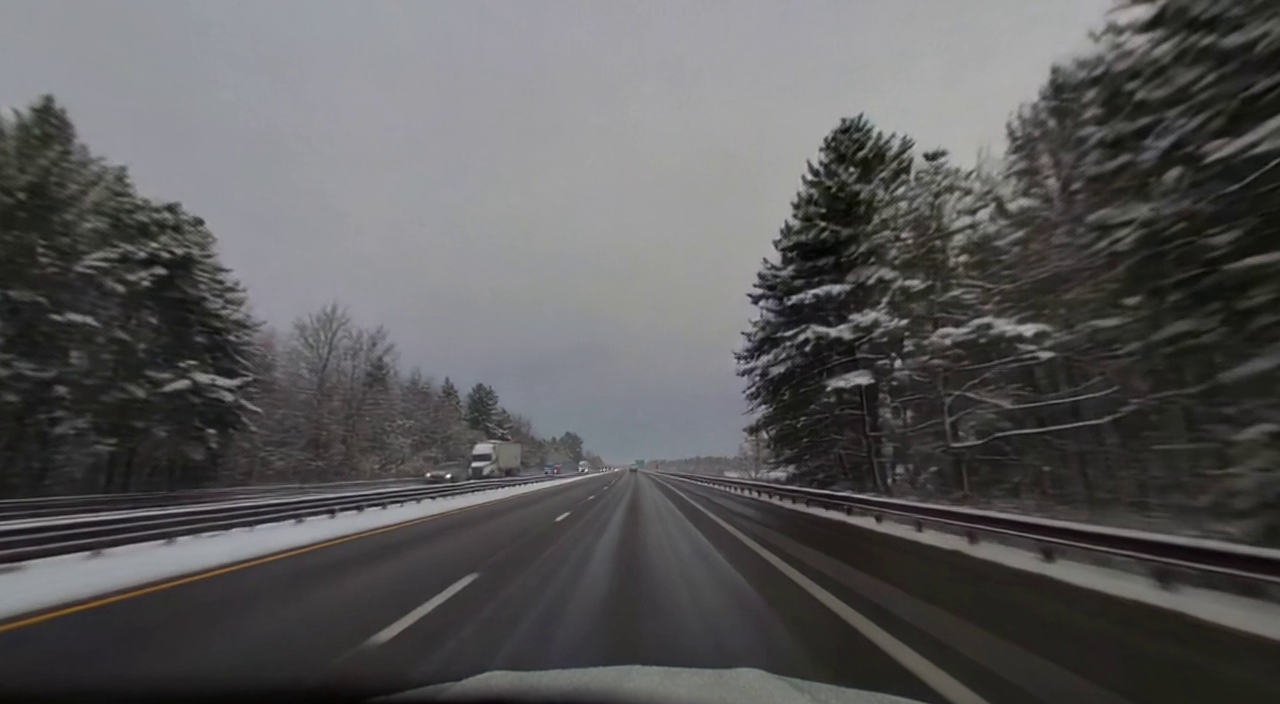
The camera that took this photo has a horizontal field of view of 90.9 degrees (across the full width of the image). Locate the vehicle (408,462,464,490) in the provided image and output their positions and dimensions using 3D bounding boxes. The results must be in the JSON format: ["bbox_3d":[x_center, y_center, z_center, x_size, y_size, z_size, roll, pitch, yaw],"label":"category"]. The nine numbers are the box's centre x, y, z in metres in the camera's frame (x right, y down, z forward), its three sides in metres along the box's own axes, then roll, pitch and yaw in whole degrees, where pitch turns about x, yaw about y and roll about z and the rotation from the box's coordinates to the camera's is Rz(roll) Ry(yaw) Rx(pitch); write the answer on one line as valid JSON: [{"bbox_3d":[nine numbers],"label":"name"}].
[{"bbox_3d":[-11.589,7.084,36.082,1.828,1.481,4.104,1,-10,0],"label":"vehicle"}]
